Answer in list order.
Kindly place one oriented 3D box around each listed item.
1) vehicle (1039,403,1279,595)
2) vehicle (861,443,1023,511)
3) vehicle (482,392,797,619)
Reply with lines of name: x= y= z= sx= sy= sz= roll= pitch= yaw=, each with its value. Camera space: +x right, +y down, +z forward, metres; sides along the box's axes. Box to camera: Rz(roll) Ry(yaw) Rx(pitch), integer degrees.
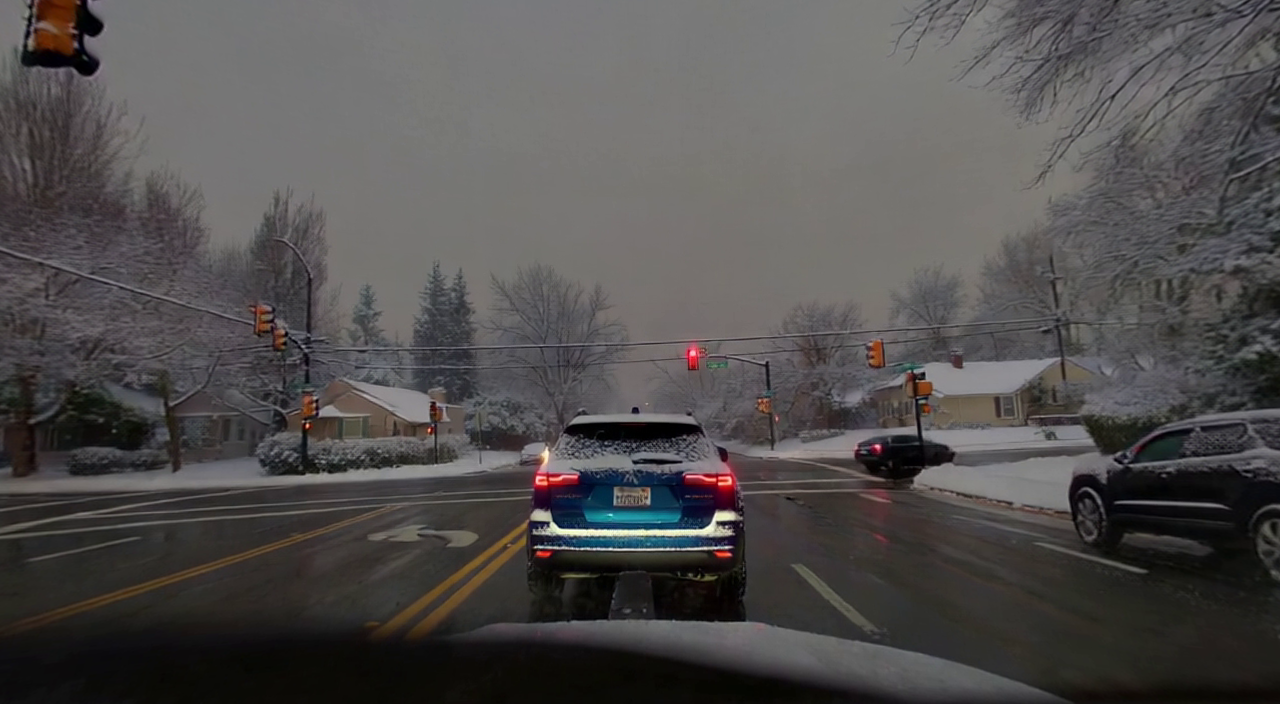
vehicle: x=7.016 y=1.545 z=7.050 sx=1.989 sy=1.791 sz=4.735 roll=0 pitch=-8 yaw=0
vehicle: x=7.276 y=3.012 z=15.810 sx=1.860 sy=1.436 sz=4.479 roll=0 pitch=-8 yaw=0
vehicle: x=0.026 y=1.456 z=6.923 sx=2.322 sy=1.667 sz=4.367 roll=0 pitch=-8 yaw=1
